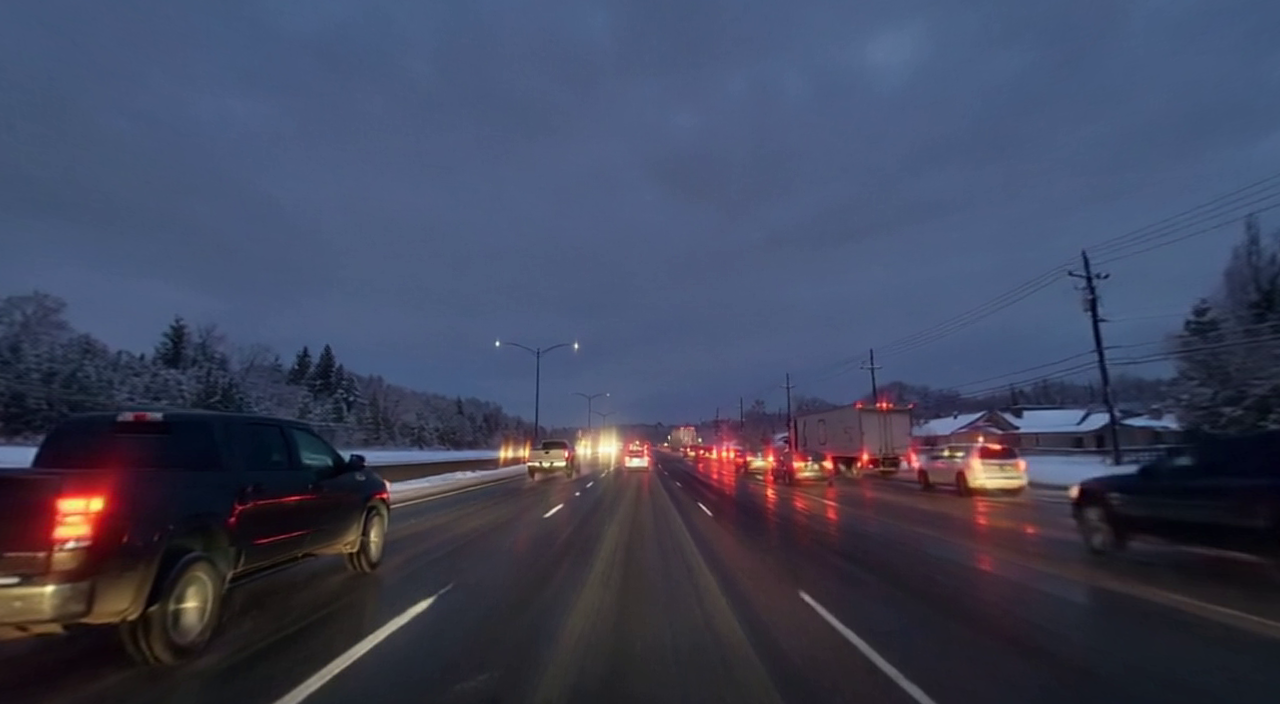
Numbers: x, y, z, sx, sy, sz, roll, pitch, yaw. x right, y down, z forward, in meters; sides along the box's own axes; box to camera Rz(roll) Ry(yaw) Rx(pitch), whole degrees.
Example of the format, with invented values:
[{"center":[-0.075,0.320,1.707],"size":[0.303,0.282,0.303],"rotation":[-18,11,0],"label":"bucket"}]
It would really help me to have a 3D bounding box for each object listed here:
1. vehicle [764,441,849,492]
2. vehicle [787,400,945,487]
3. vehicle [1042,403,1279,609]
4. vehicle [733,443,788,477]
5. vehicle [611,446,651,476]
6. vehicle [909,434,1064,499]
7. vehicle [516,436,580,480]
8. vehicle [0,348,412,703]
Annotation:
[{"center":[5.649,3.905,21.925],"size":[1.956,1.576,4.211],"rotation":[0,-9,3],"label":"vehicle"},{"center":[10.374,4.516,31.070],"size":[3.442,3.405,11.948],"rotation":[0,-8,0],"label":"vehicle"},{"center":[6.260,1.387,5.995],"size":[2.058,1.667,4.209],"rotation":[0,-8,0],"label":"vehicle"},{"center":[6.081,5.491,32.295],"size":[1.989,1.642,4.082],"rotation":[0,-8,0],"label":"vehicle"},{"center":[-0.465,5.909,34.467],"size":[2.060,1.508,4.308],"rotation":[0,-8,0],"label":"vehicle"},{"center":[10.569,3.515,19.748],"size":[2.046,1.754,4.862],"rotation":[0,-9,-1],"label":"vehicle"},{"center":[-4.122,4.843,28.992],"size":[2.147,1.825,4.602],"rotation":[0,-8,1],"label":"vehicle"},{"center":[-3.491,1.127,4.338],"size":[2.127,1.705,4.374],"rotation":[0,-8,1],"label":"vehicle"}]
